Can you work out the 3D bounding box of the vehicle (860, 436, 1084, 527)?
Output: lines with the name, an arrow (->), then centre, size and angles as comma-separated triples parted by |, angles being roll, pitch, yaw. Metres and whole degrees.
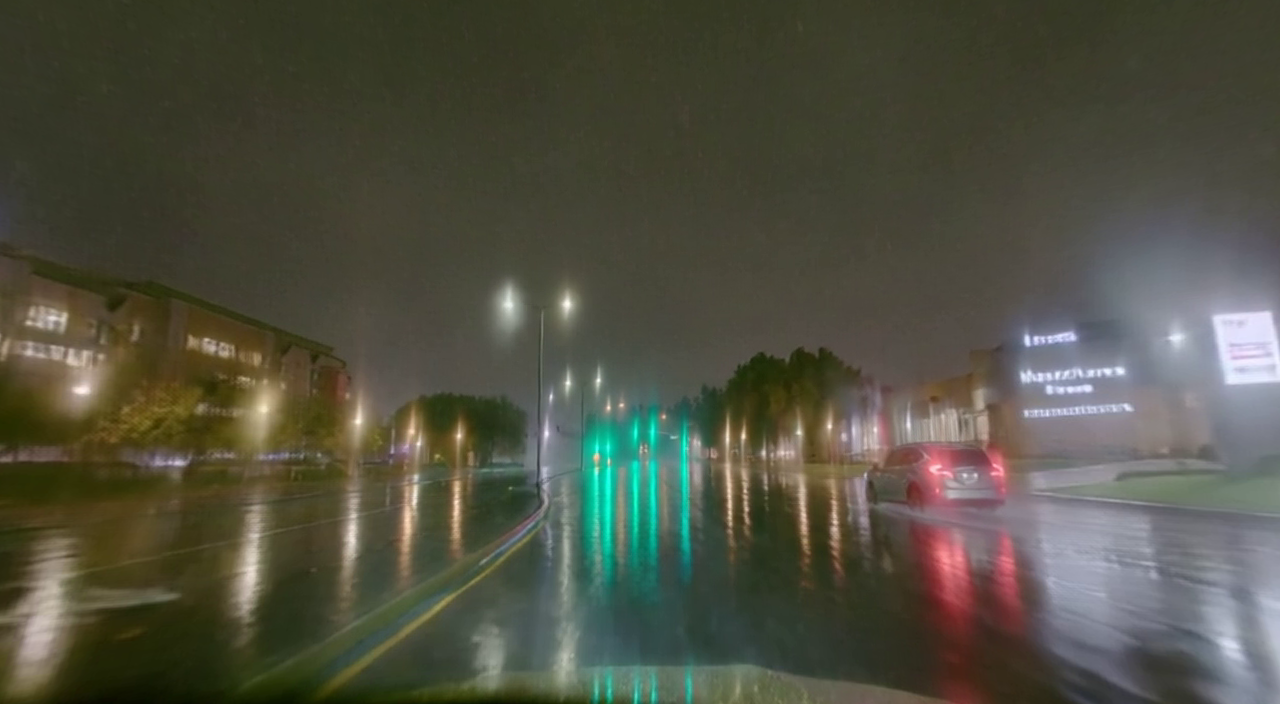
vehicle -> 6.413, 2.534, 13.014 | 1.913, 1.504, 4.738 | 0, -9, -2
